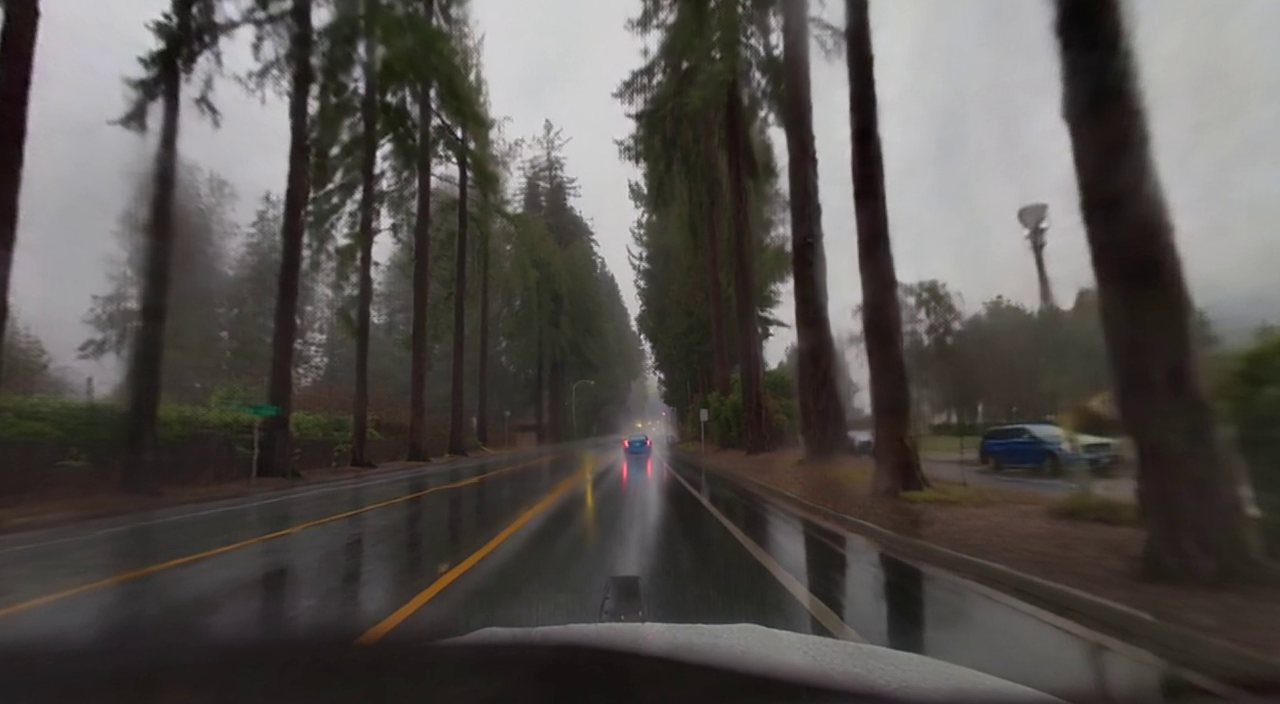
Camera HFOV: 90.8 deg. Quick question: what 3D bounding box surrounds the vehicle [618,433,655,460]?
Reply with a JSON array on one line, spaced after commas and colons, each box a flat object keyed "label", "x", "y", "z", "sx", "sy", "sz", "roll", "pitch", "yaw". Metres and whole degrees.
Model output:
[{"label": "vehicle", "x": -0.224, "y": 5.570, "z": 37.284, "sx": 2.067, "sy": 1.486, "sz": 3.861, "roll": 0, "pitch": -9, "yaw": 0}]
